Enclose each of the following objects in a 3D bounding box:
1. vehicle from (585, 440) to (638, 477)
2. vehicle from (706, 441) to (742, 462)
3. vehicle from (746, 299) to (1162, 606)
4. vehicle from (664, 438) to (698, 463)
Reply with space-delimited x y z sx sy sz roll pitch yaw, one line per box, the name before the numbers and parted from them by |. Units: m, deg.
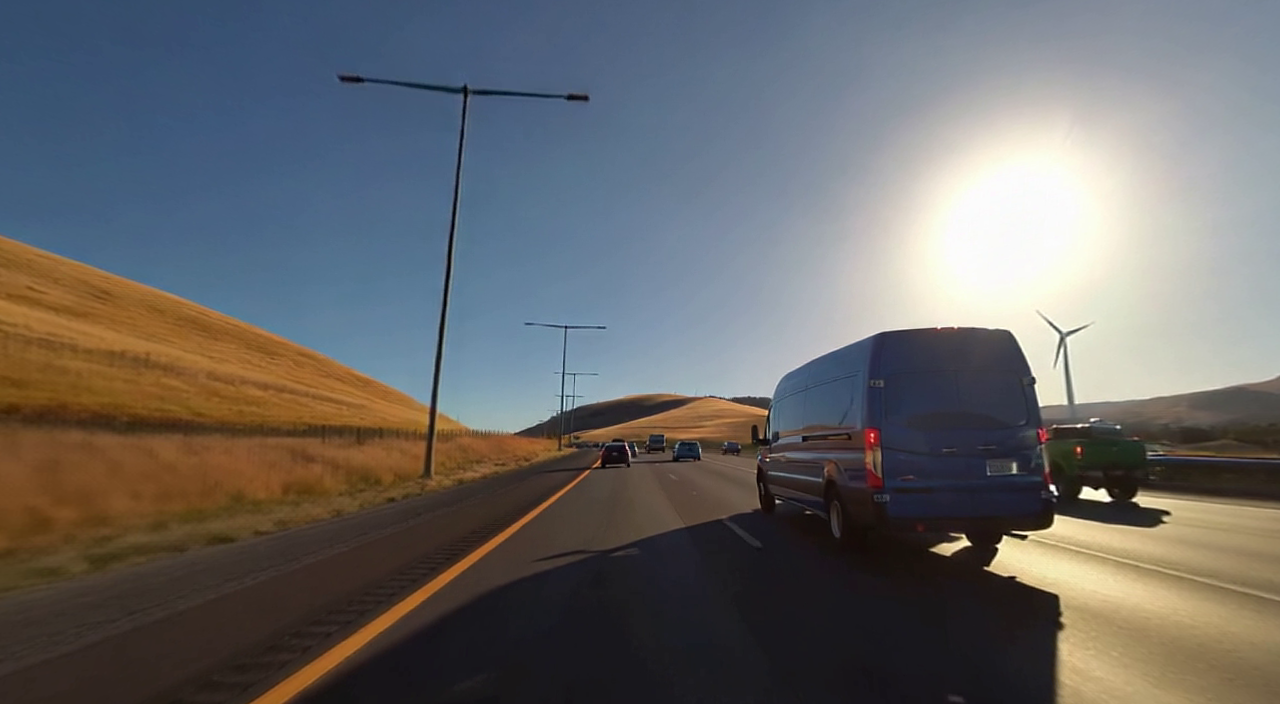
vehicle | -1.150 4.507 26.882 2.082 1.445 3.826 0 -8 -1
vehicle | 6.387 7.667 48.811 1.958 1.514 4.930 0 -8 -2
vehicle | 3.167 1.257 8.360 2.365 2.630 5.754 0 -8 -1
vehicle | 2.932 7.233 46.391 2.108 1.717 3.996 0 -8 -2
